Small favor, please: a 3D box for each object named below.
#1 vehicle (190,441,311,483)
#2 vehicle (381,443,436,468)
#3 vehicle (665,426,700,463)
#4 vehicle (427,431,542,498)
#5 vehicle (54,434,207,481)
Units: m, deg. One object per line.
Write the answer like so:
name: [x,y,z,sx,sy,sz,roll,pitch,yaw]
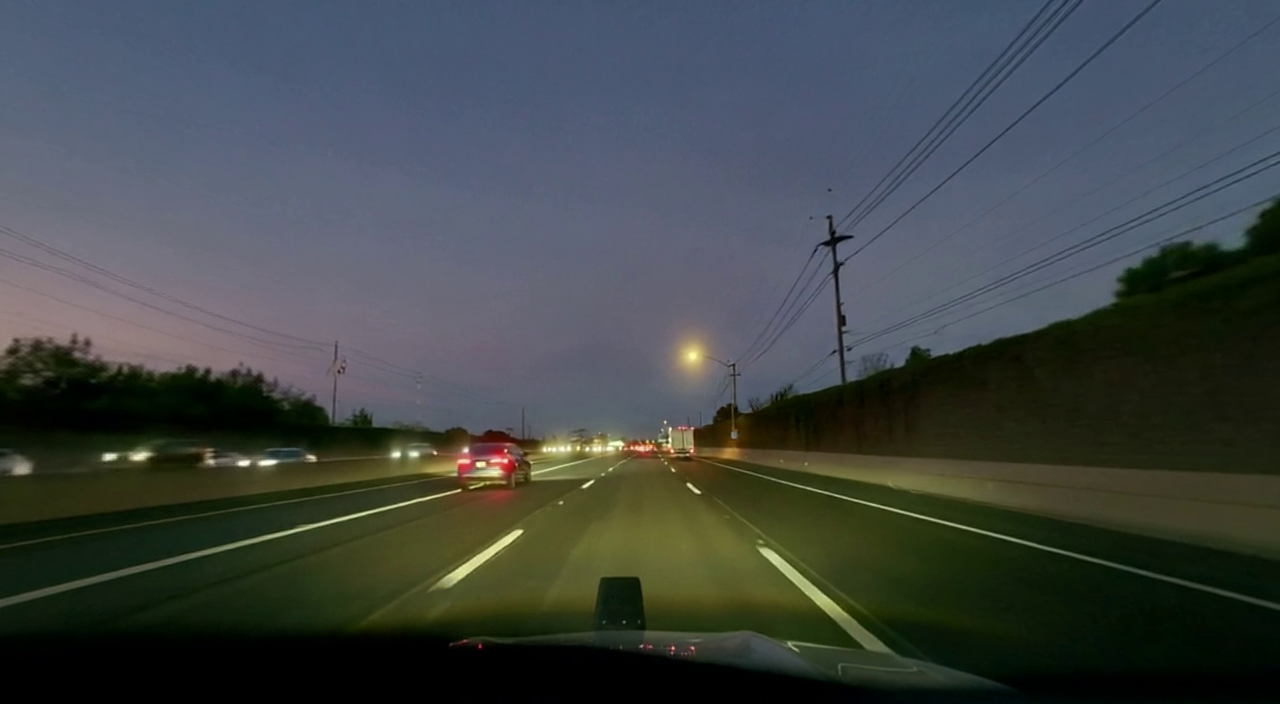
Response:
vehicle: [-14.869,4.209,24.418,1.904,1.476,4.284,0,-8,0]
vehicle: [-14.843,6.653,40.706,1.890,1.476,4.274,0,-8,1]
vehicle: [3.284,7.304,49.813,2.352,2.698,5.688,0,-8,0]
vehicle: [-4.215,3.119,17.899,2.064,1.642,4.389,0,-8,1]
vehicle: [-22.256,4.622,27.947,2.117,1.885,5.477,0,-8,1]
